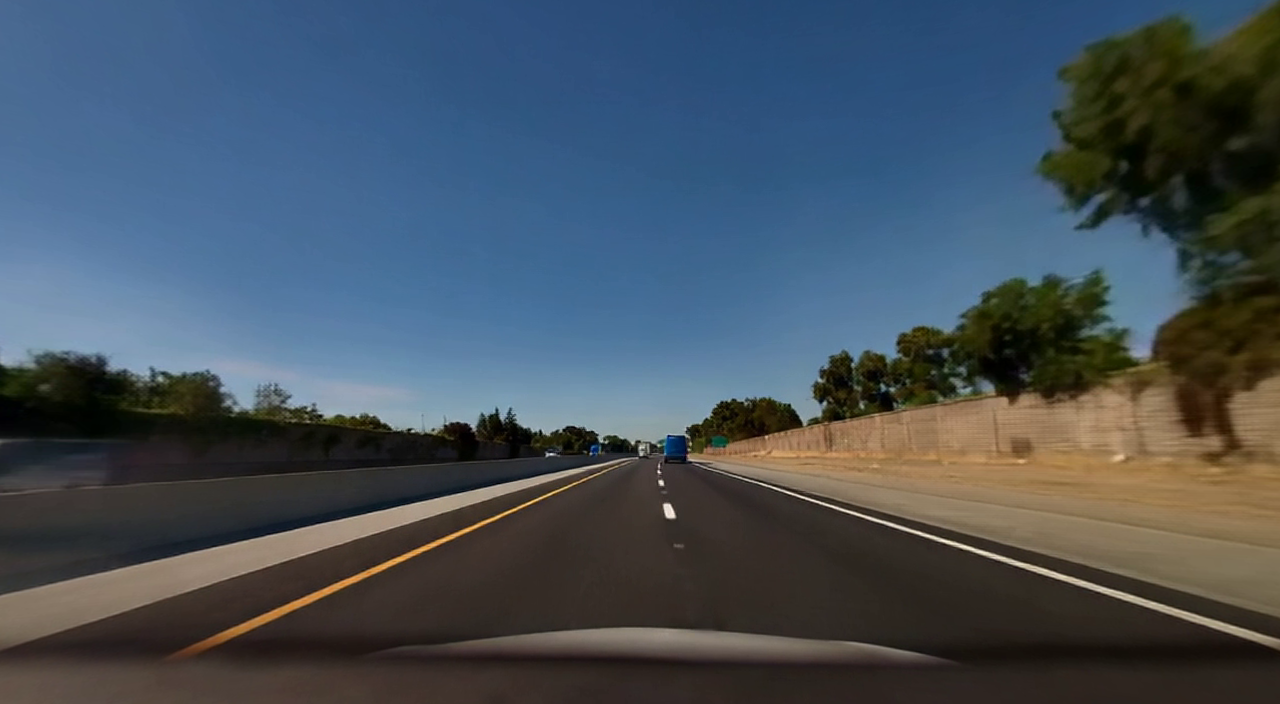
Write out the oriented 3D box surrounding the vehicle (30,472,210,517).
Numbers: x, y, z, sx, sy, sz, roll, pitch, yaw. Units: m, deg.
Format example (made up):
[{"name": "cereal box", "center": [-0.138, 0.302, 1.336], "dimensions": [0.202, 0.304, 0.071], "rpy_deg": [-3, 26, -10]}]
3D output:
[{"name": "vehicle", "center": [-20.604, 5.650, 25.459], "dimensions": [2.173, 1.369, 5.924], "rpy_deg": [0, -9, 1]}]
